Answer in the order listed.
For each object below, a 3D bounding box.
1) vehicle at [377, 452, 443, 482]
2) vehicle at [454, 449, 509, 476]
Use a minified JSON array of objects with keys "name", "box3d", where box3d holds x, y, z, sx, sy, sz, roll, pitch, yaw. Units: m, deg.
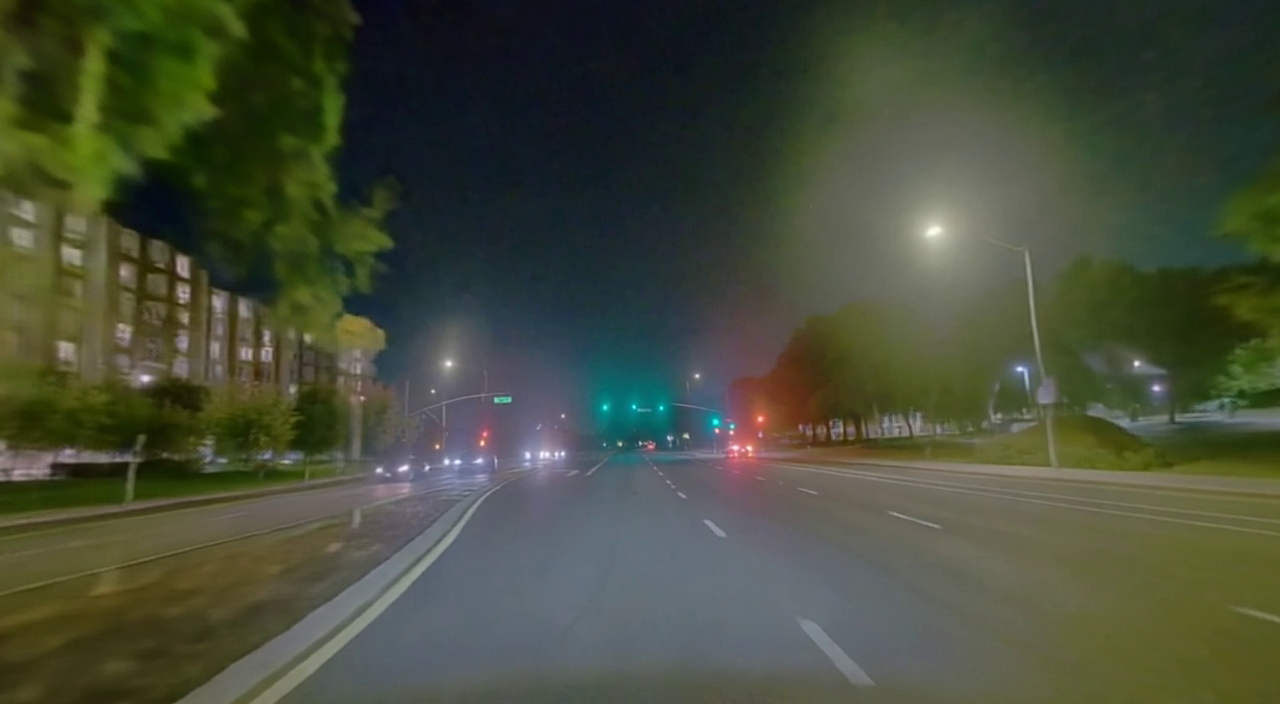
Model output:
[{"name":"vehicle","box3d":[-12.735,6.395,35.340,1.973,1.485,4.616,0,-9,0]},{"name":"vehicle","box3d":[-9.259,6.500,37.352,2.140,1.460,4.449,0,-9,0]}]
